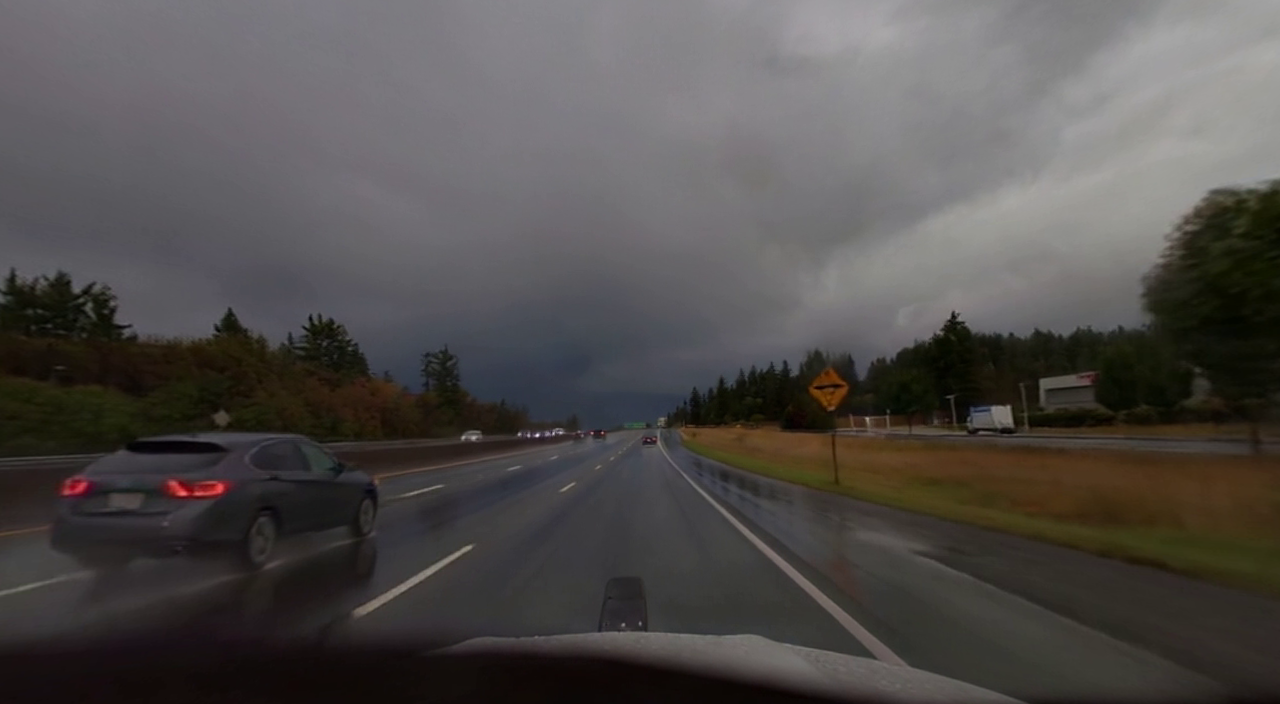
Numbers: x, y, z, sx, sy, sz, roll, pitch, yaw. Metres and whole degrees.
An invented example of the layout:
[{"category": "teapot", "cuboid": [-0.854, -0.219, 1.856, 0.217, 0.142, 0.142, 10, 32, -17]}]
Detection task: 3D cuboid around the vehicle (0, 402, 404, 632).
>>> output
[{"category": "vehicle", "cuboid": [-4.500, 1.478, 6.742, 2.071, 1.556, 4.729, 0, -8, 1]}]
